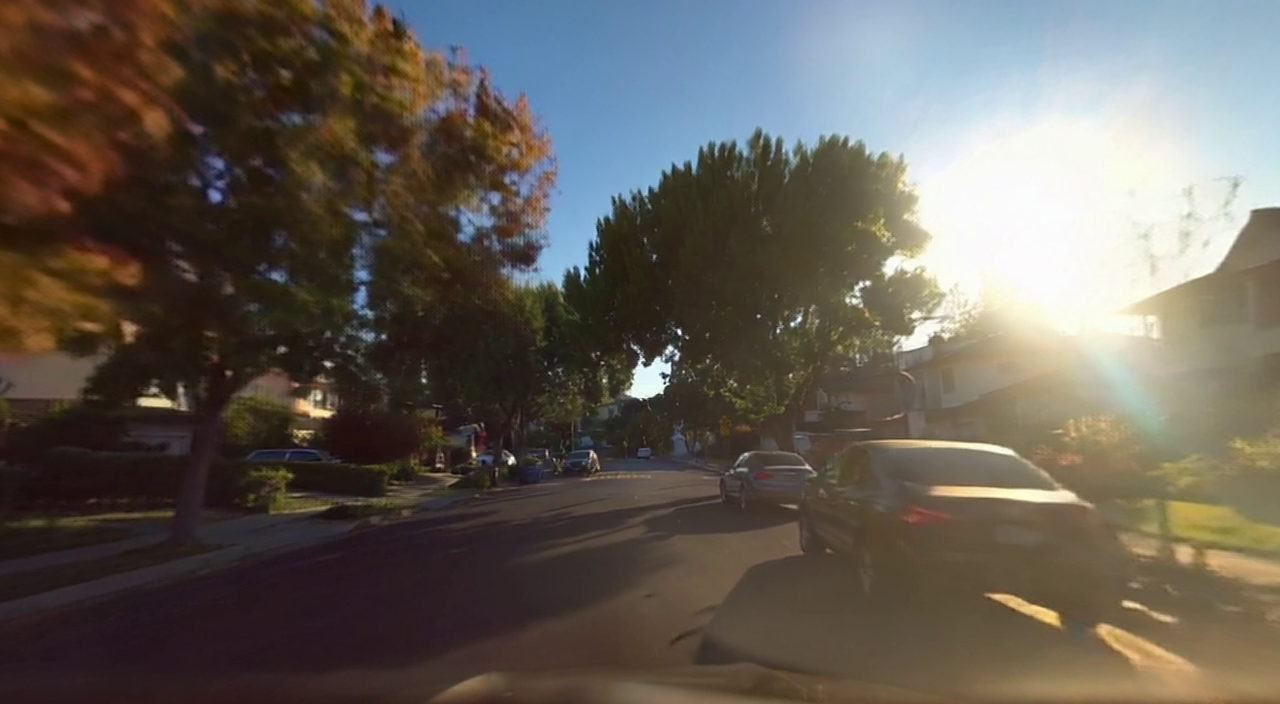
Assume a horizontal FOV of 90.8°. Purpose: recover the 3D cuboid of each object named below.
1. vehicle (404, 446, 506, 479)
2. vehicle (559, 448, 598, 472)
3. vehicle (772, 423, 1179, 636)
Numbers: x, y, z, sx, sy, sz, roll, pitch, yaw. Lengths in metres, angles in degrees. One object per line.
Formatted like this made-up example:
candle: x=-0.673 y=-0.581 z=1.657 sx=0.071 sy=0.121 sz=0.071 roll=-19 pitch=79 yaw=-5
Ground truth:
vehicle: x=-9.991 y=5.978 z=34.403 sx=4.933 sy=1.547 sz=2.125 roll=-2 pitch=-8 yaw=0
vehicle: x=-4.012 y=7.156 z=42.001 sx=1.987 sy=1.459 sz=4.473 roll=-1 pitch=-9 yaw=3
vehicle: x=2.852 y=1.605 z=6.826 sx=2.022 sy=1.483 sz=4.565 roll=0 pitch=-9 yaw=2
